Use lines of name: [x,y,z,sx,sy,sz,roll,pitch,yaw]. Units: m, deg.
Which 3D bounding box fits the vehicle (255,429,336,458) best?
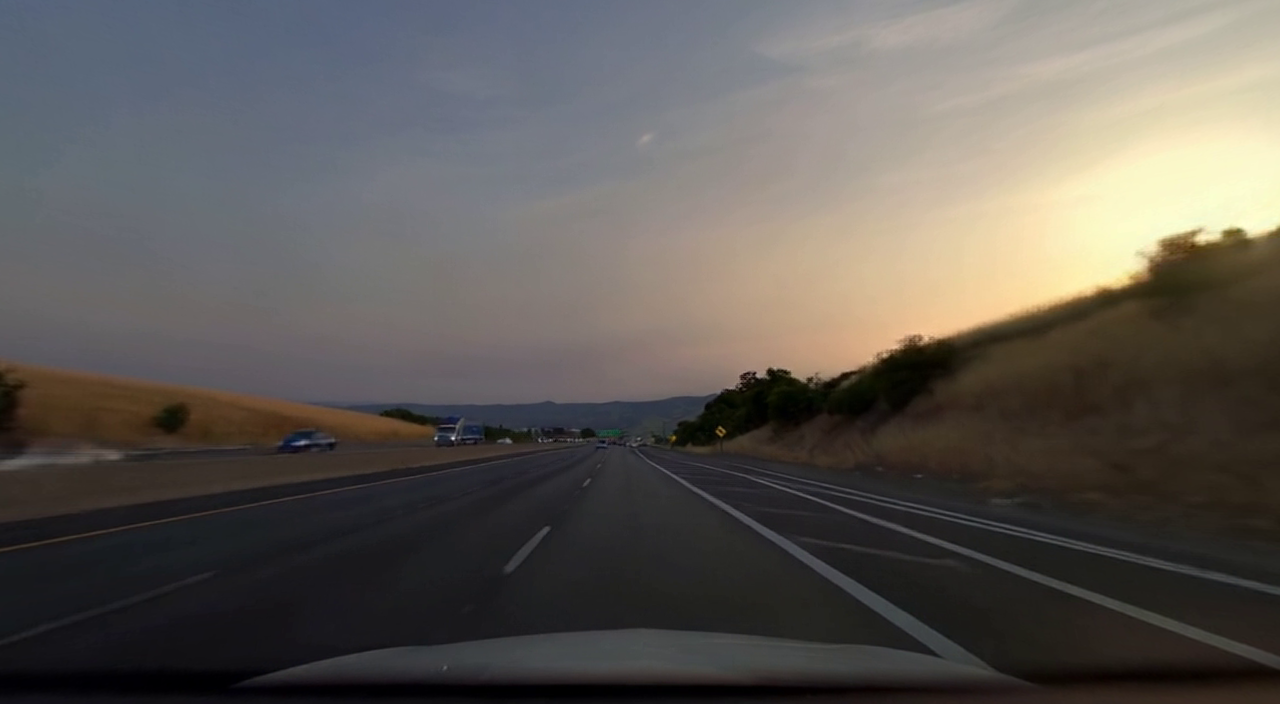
vehicle: [-21.089,5.656,38.901,2.147,1.654,5.269,0,-8,-2]
